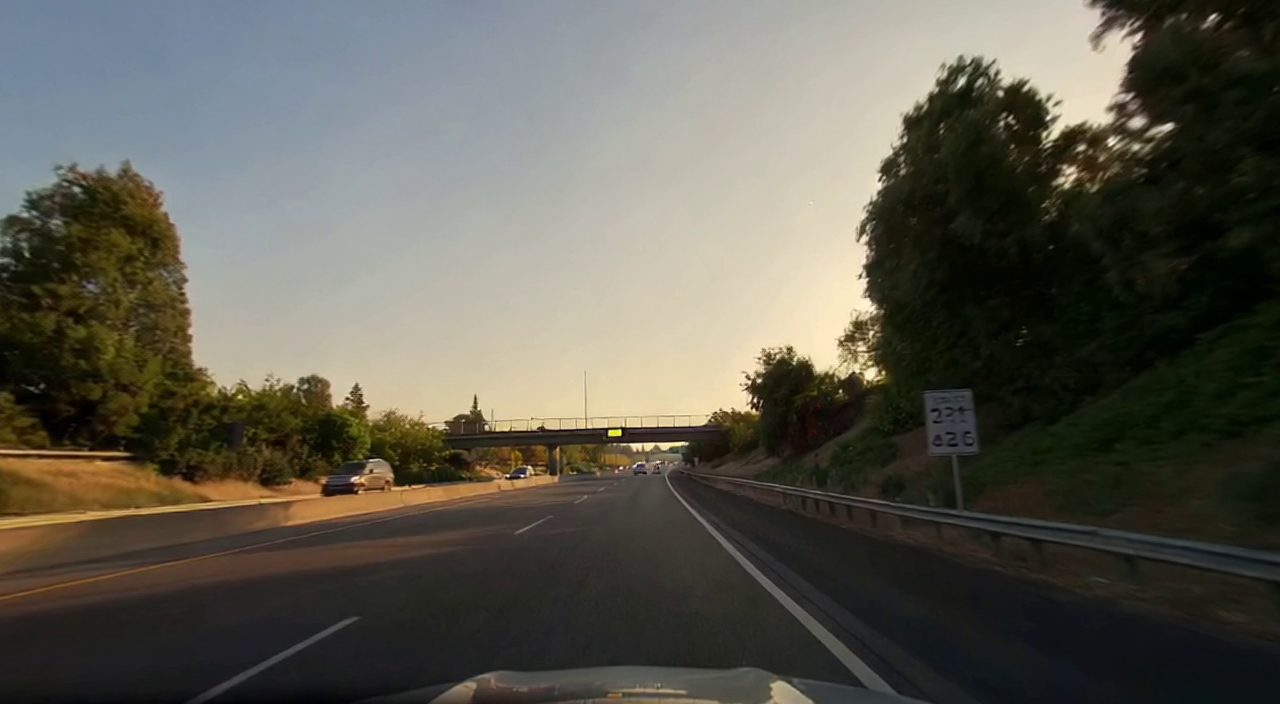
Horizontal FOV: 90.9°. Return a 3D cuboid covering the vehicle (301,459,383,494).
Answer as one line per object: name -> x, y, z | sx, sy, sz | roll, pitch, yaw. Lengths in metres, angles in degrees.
vehicle -> -15.641, 6.556, 33.328 | 1.940, 1.643, 4.579 | 1, -11, 2
